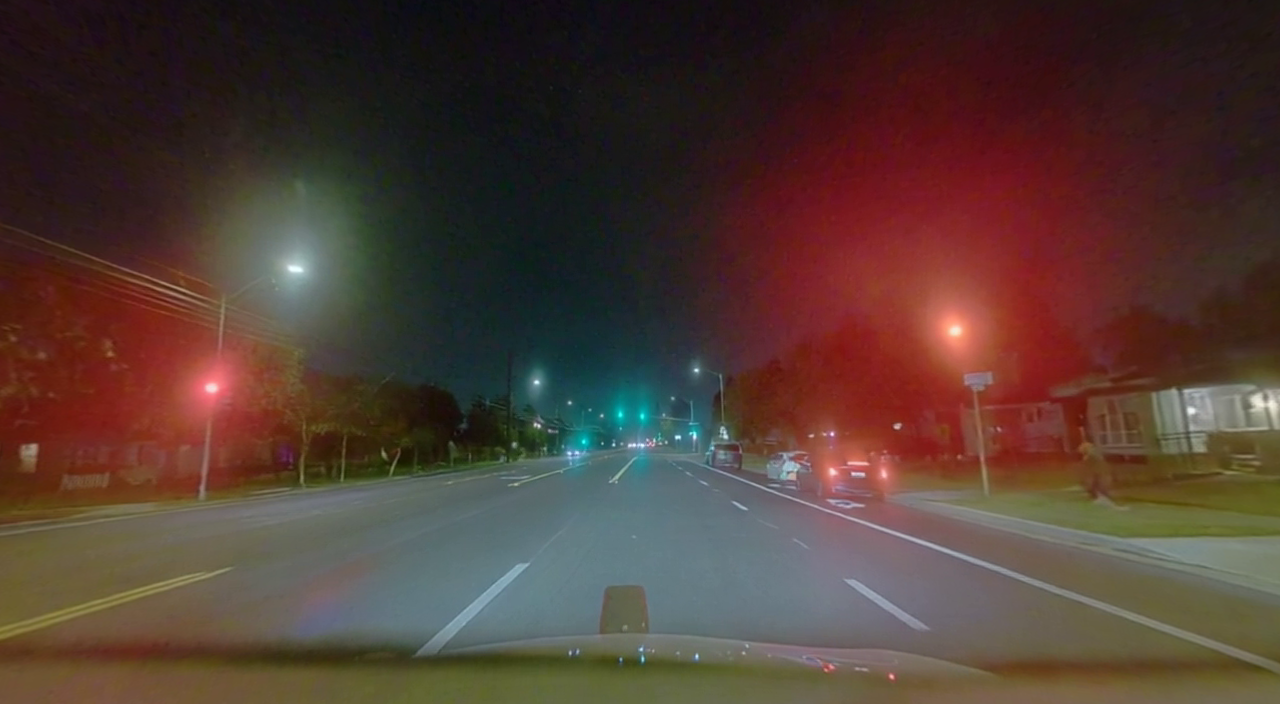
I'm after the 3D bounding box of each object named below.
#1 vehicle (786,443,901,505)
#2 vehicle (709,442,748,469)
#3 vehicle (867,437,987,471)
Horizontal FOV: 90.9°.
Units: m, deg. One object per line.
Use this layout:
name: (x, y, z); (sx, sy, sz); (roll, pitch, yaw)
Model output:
vehicle: (5.708, 3.447, 18.369); (1.855, 1.520, 4.808); (0, -9, 2)
vehicle: (6.006, 7.076, 43.258); (2.026, 1.754, 4.565); (0, -9, 0)
vehicle: (12.825, 4.560, 28.336); (4.461, 1.461, 1.805); (0, -9, -1)
